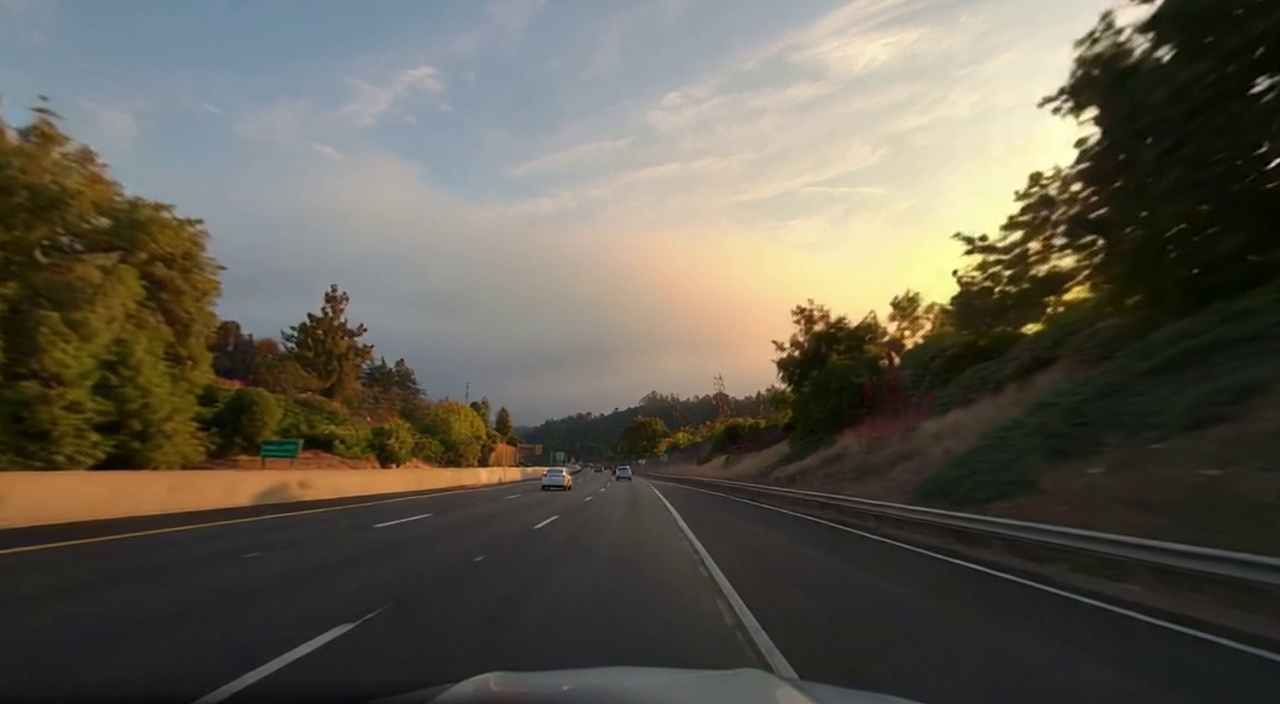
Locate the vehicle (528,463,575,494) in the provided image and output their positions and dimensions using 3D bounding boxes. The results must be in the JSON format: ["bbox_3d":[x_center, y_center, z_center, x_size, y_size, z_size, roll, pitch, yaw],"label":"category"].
[{"bbox_3d":[-4.945,7.160,35.860,2.039,1.605,4.365,1,-10,0],"label":"vehicle"}]
